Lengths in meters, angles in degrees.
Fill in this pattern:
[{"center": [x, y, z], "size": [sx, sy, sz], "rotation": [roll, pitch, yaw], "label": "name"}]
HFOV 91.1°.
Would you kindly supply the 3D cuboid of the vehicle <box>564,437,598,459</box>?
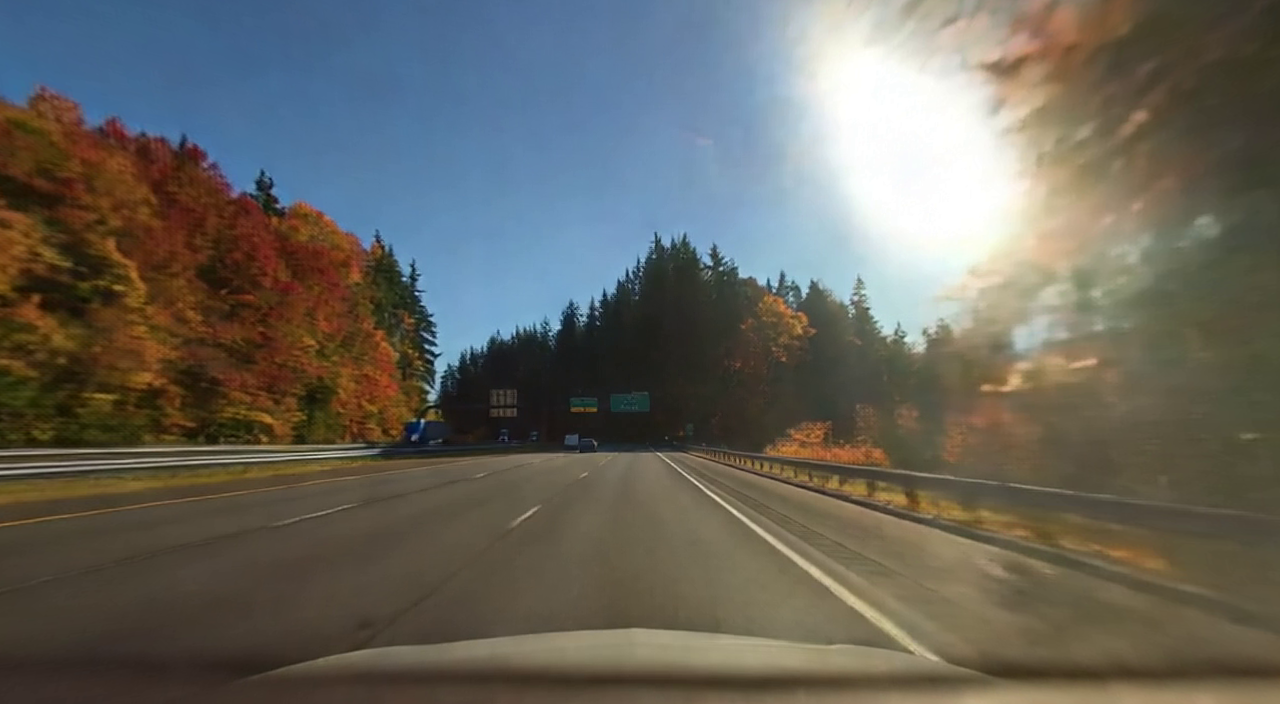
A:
[{"center": [-4.258, 6.974, 45.985], "size": [2.004, 1.497, 4.260], "rotation": [0, -8, 1], "label": "vehicle"}]
